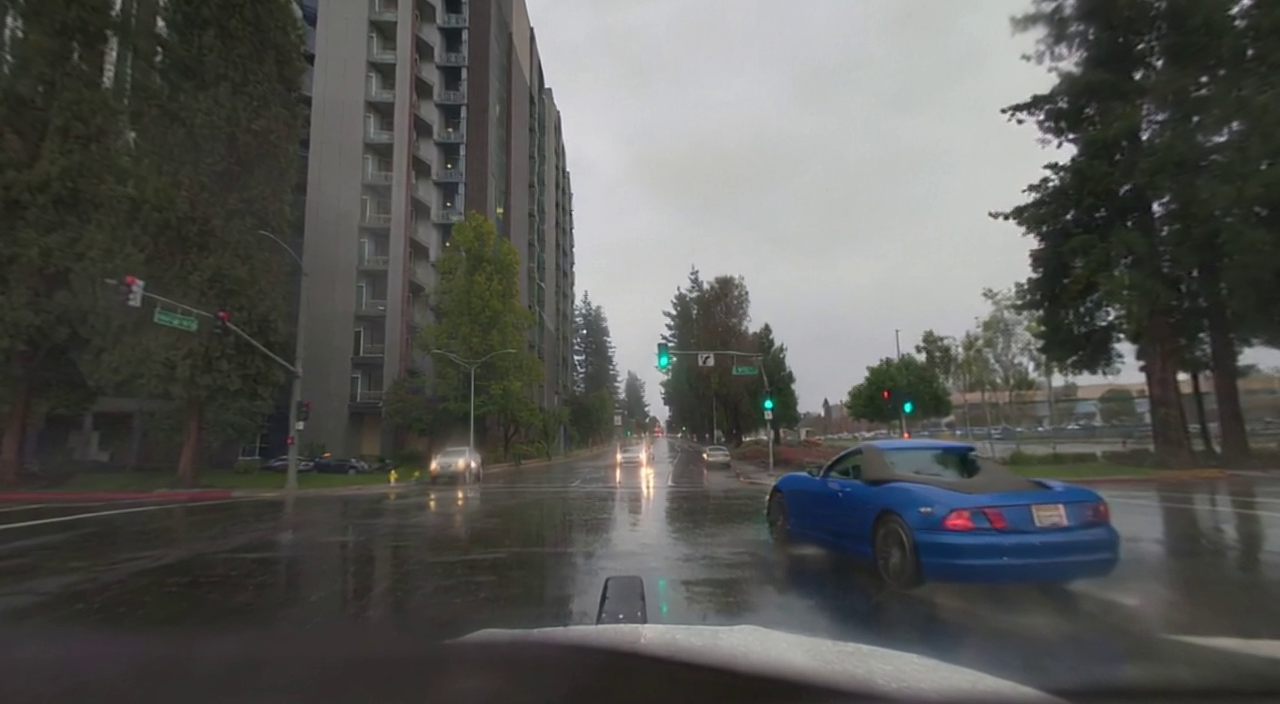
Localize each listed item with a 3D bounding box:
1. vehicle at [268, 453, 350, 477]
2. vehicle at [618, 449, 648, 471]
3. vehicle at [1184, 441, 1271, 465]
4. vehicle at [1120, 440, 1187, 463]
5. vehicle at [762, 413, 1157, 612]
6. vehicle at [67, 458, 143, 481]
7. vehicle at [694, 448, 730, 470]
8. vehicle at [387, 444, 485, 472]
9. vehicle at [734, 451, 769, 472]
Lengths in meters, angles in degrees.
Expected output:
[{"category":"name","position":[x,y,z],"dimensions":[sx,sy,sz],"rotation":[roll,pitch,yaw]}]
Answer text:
[{"category":"vehicle","position":[-21.189,7.252,40.591],"dimensions":[4.207,1.508,1.875],"rotation":[-1,-9,3]},{"category":"vehicle","position":[-0.529,7.664,45.023],"dimensions":[2.024,1.489,4.613],"rotation":[0,-9,-1]},{"category":"vehicle","position":[40.878,7.098,44.106],"dimensions":[2.029,1.521,4.015],"rotation":[-1,-10,-2]},{"category":"vehicle","position":[35.365,6.885,43.593],"dimensions":[1.649,1.463,3.507],"rotation":[-1,-10,1]},{"category":"vehicle","position":[2.982,1.593,7.187],"dimensions":[1.903,1.529,4.254],"rotation":[1,-9,-6]},{"category":"vehicle","position":[-35.862,7.865,42.478],"dimensions":[1.709,1.410,3.945],"rotation":[0,-9,-1]},{"category":"vehicle","position":[5.016,7.553,44.724],"dimensions":[1.983,1.453,4.180],"rotation":[0,-9,-1]},{"category":"vehicle","position":[-14.199,7.420,44.245],"dimensions":[6.021,1.868,2.172],"rotation":[0,-9,1]},{"category":"vehicle","position":[7.896,7.761,44.987],"dimensions":[1.889,1.358,3.751],"rotation":[0,-9,1]}]
